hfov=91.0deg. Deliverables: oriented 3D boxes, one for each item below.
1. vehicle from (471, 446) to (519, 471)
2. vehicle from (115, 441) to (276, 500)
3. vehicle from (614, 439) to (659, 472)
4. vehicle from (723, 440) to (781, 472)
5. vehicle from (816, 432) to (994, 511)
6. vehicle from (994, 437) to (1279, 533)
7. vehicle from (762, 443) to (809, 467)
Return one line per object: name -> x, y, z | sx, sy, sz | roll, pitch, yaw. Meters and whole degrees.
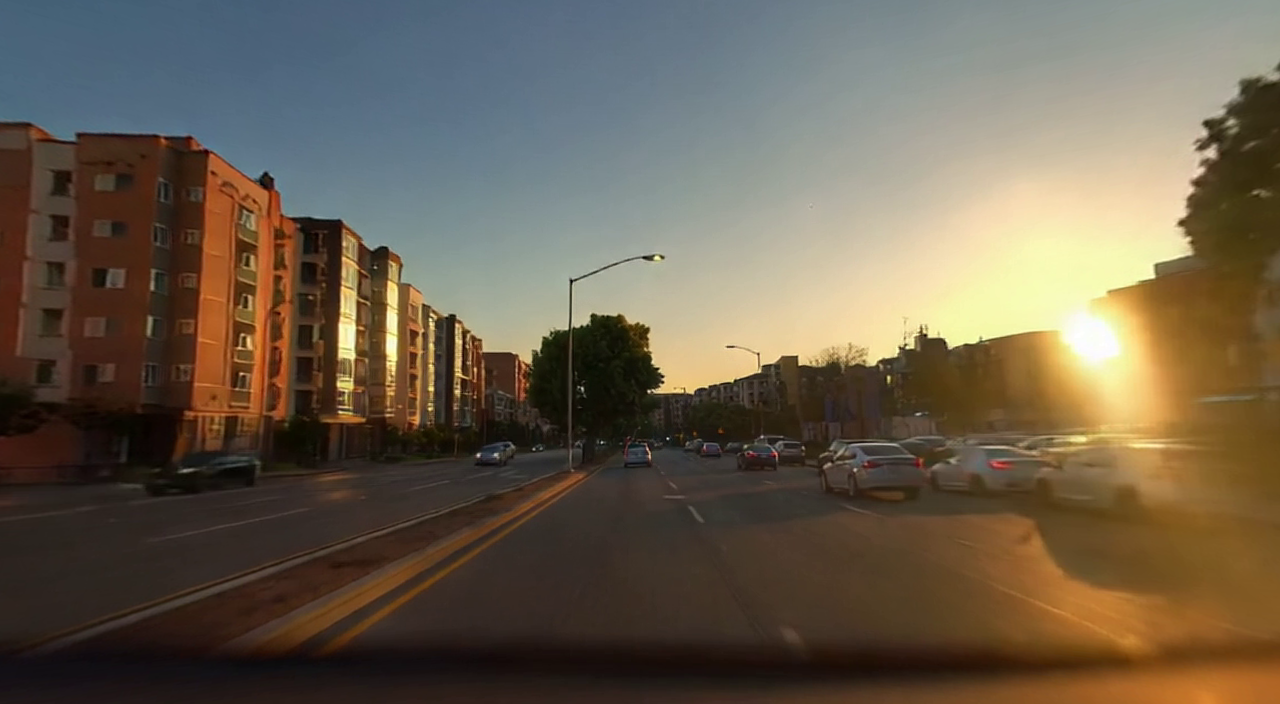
vehicle -> -8.605, 6.347, 37.680 | 1.869, 1.419, 4.183 | 0, -8, 0
vehicle -> -15.147, 4.029, 21.895 | 2.096, 1.796, 4.825 | 0, -8, -1
vehicle -> -0.173, 5.172, 31.695 | 2.106, 1.553, 3.964 | 0, -8, 0
vehicle -> 5.758, 5.369, 32.789 | 2.154, 1.554, 4.149 | 0, -8, -2
vehicle -> 6.043, 2.778, 15.198 | 2.121, 1.557, 4.898 | 0, -8, -1
vehicle -> 9.835, 2.552, 12.831 | 2.181, 1.546, 4.845 | 0, -9, -3
vehicle -> 9.938, 7.066, 43.300 | 2.089, 1.508, 4.323 | 0, -9, -2
